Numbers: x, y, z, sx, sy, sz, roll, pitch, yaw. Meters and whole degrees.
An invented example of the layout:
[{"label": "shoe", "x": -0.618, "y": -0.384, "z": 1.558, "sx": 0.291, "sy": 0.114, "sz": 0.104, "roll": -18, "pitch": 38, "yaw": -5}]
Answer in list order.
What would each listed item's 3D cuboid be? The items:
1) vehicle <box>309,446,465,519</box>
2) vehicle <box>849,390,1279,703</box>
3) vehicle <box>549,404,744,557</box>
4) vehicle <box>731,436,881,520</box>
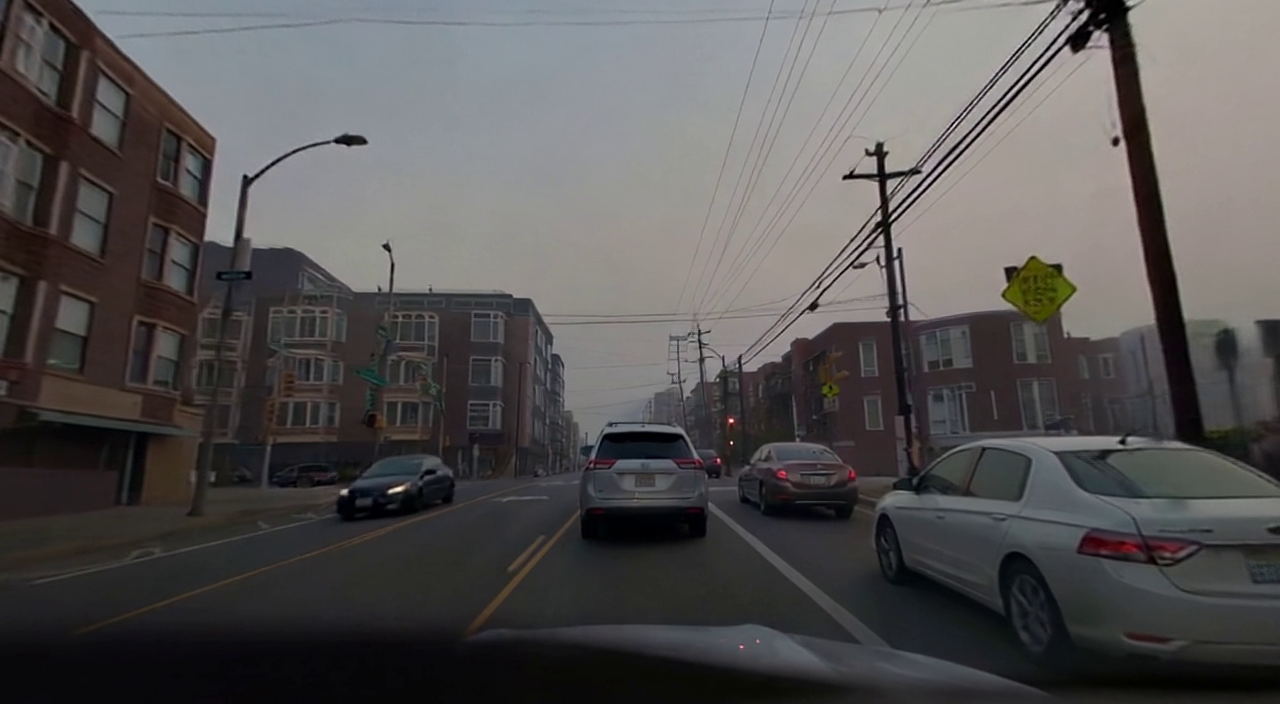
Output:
[{"label": "vehicle", "x": -6.001, "y": 3.108, "z": 15.622, "sx": 2.014, "sy": 1.538, "sz": 4.275, "roll": 0, "pitch": -8, "yaw": 1}, {"label": "vehicle", "x": 3.251, "y": 1.248, "z": 4.790, "sx": 1.906, "sy": 1.578, "sz": 4.020, "roll": 0, "pitch": -8, "yaw": 0}, {"label": "vehicle", "x": 0.031, "y": 1.774, "z": 9.327, "sx": 2.232, "sy": 1.736, "sz": 4.036, "roll": 0, "pitch": -8, "yaw": -1}, {"label": "vehicle", "x": 3.200, "y": 2.517, "z": 13.161, "sx": 1.970, "sy": 1.452, "sz": 4.227, "roll": 0, "pitch": -8, "yaw": 0}]
